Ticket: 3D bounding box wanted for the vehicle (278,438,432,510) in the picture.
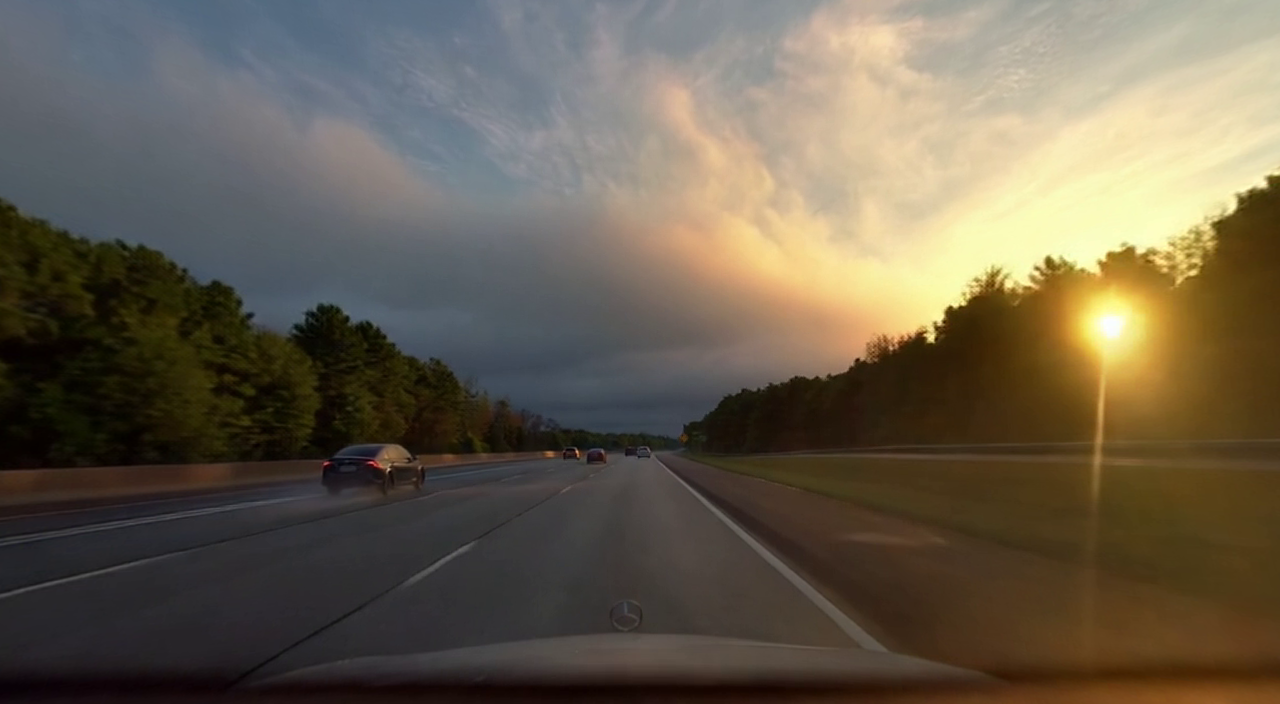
[{"bbox_3d":[-7.186,3.094,16.449,2.007,1.616,4.141,0,-9,1],"label":"vehicle"}]
